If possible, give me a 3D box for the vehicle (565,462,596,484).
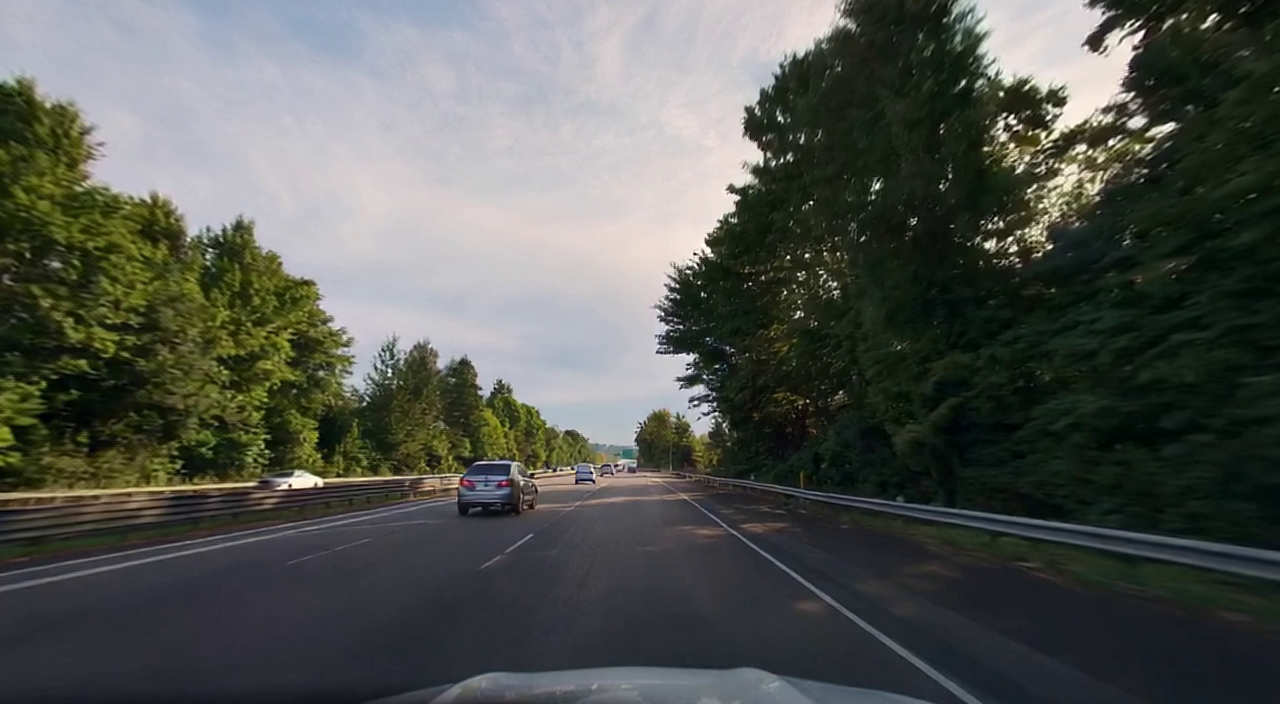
[{"bbox_3d":[-4.332,8.943,46.680,1.900,1.469,4.106,1,-10,0],"label":"vehicle"}]

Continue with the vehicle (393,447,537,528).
[{"bbox_3d":[-3.895,3.143,14.959,2.068,1.592,4.479,0,-10,0],"label":"vehicle"}]
